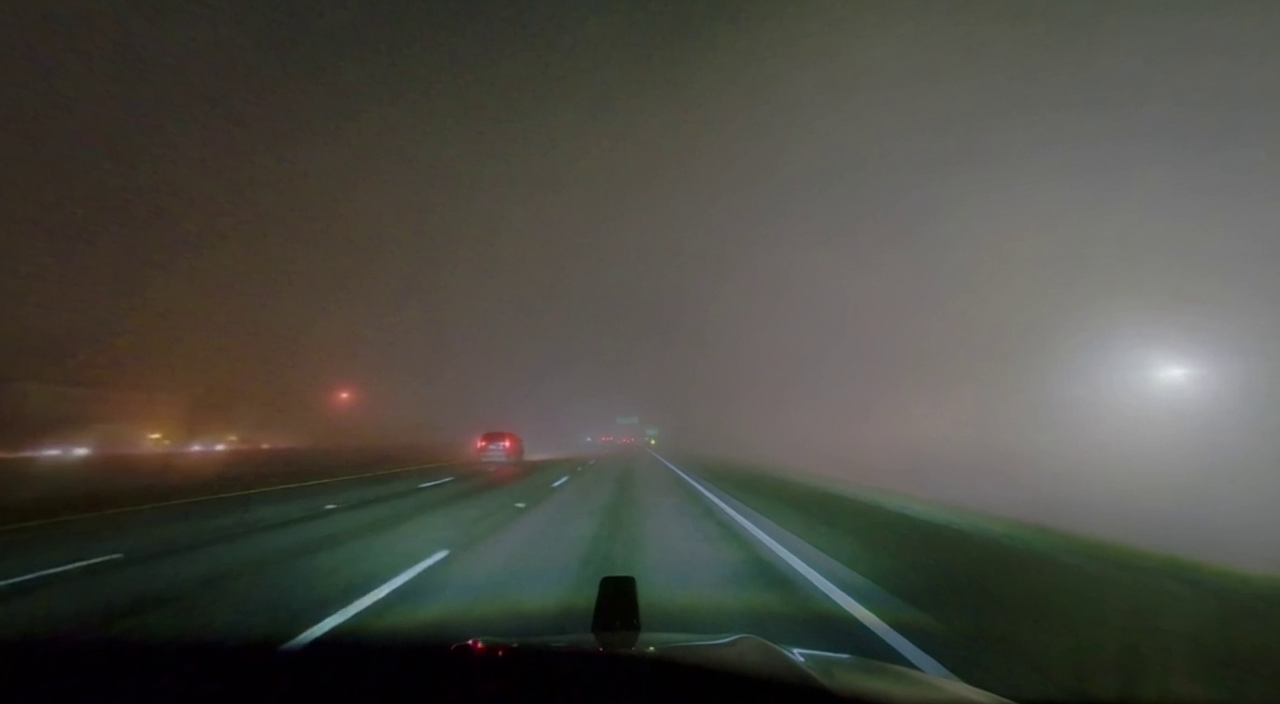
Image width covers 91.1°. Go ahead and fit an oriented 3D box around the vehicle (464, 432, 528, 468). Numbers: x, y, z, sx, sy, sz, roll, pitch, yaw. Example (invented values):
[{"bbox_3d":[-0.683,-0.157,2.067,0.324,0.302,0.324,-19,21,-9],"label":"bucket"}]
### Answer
[{"bbox_3d":[-7.004,4.806,31.099,2.111,1.662,4.630,0,-8,0],"label":"vehicle"}]
